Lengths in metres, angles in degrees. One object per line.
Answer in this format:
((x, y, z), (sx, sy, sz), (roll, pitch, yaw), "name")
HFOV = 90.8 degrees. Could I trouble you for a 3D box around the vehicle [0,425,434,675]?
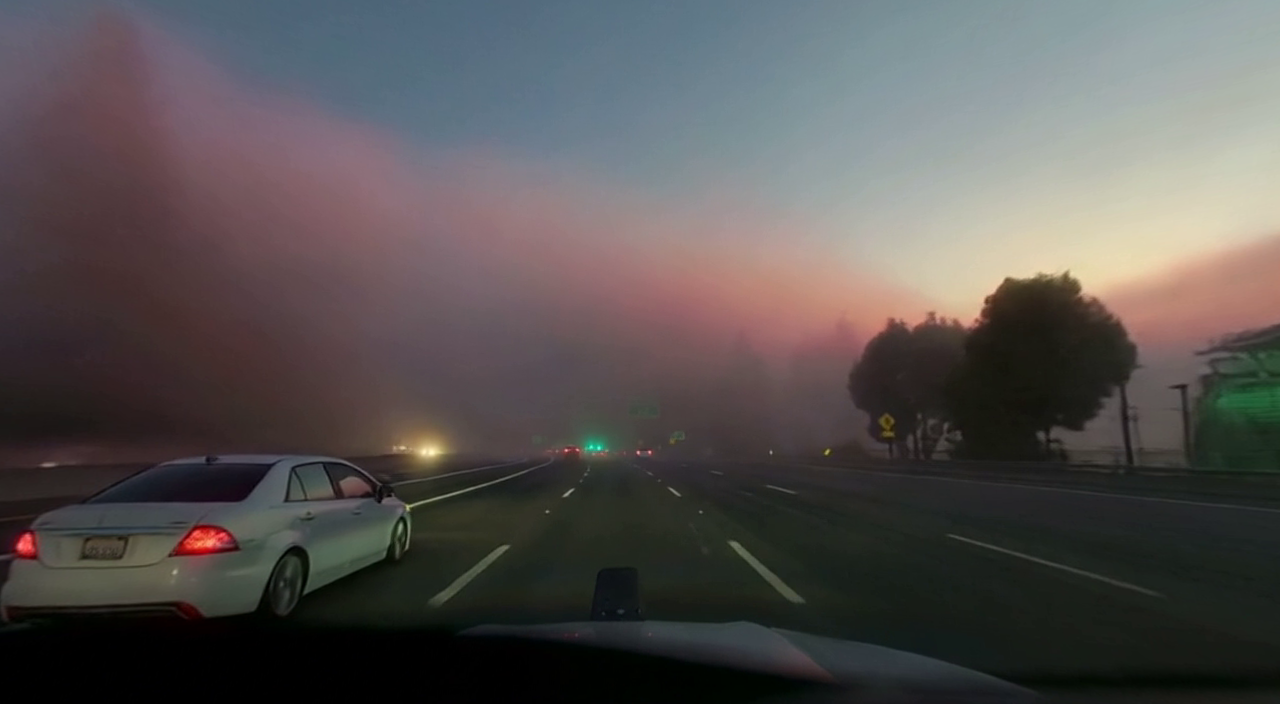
((-3.698, 1.515, 6.038), (2.018, 1.476, 4.364), (0, -8, 0), "vehicle")
